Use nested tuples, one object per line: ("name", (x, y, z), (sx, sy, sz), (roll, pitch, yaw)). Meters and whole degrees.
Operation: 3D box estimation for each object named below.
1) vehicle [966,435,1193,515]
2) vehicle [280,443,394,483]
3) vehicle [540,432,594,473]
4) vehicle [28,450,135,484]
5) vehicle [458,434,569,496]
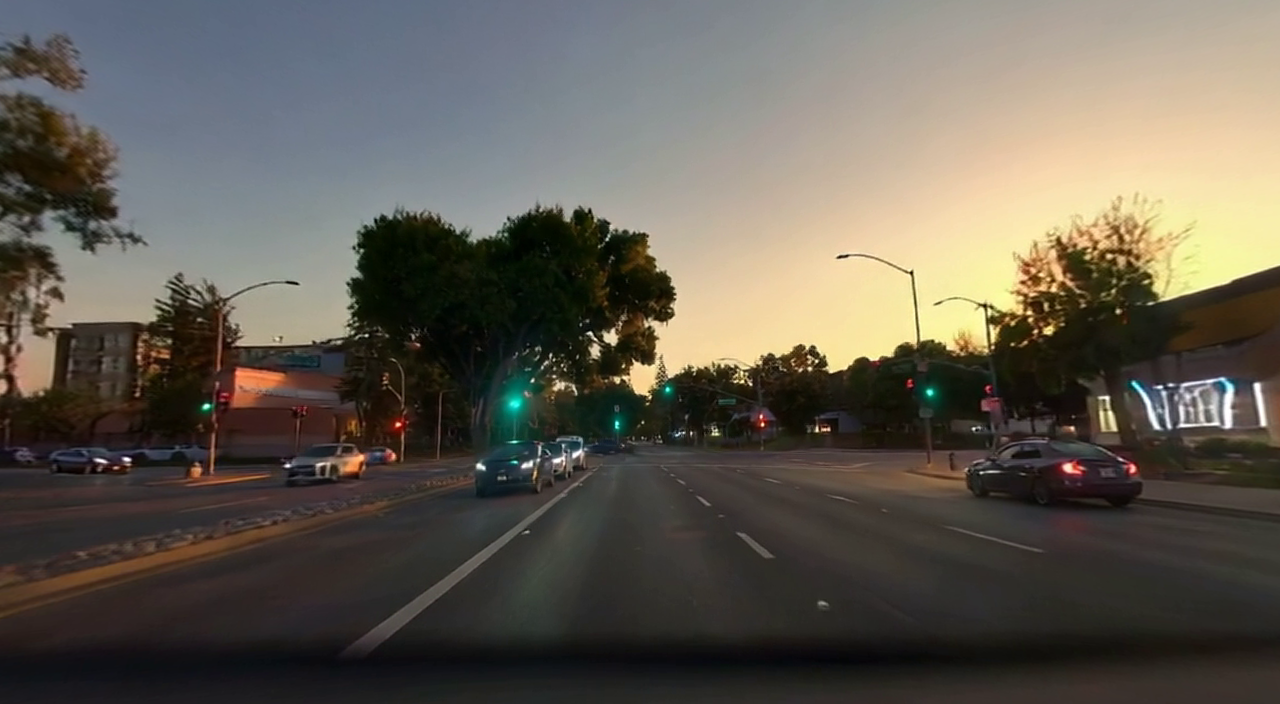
("vehicle", (9.276, 2.607, 13.903), (1.936, 1.460, 4.258), (0, -8, 1))
("vehicle", (-12.228, 4.469, 25.848), (1.873, 1.485, 4.382), (-2, -9, 11))
("vehicle", (-3.334, 4.720, 29.798), (2.040, 1.775, 4.433), (0, -8, 0))
("vehicle", (-28.047, 5.733, 31.721), (5.228, 1.539, 2.009), (-4, -9, 25))
("vehicle", (-3.366, 3.124, 17.888), (2.121, 1.481, 4.708), (0, -8, 1))
